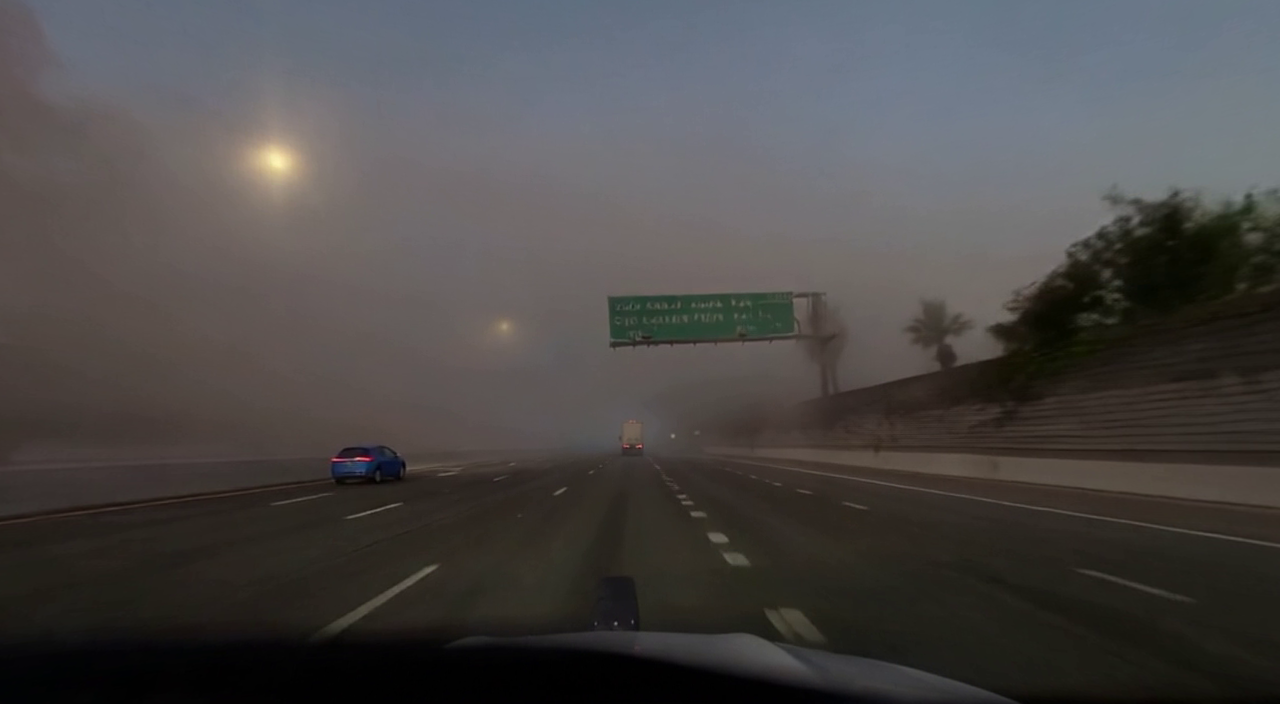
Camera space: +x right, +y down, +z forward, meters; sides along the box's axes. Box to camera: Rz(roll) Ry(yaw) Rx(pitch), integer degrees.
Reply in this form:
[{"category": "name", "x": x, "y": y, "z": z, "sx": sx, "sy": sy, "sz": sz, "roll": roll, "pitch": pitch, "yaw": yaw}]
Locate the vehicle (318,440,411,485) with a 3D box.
[{"category": "vehicle", "x": -10.978, "y": 4.428, "z": 25.565, "sx": 1.897, "sy": 1.653, "sz": 4.113, "roll": 0, "pitch": -8, "yaw": 0}]
